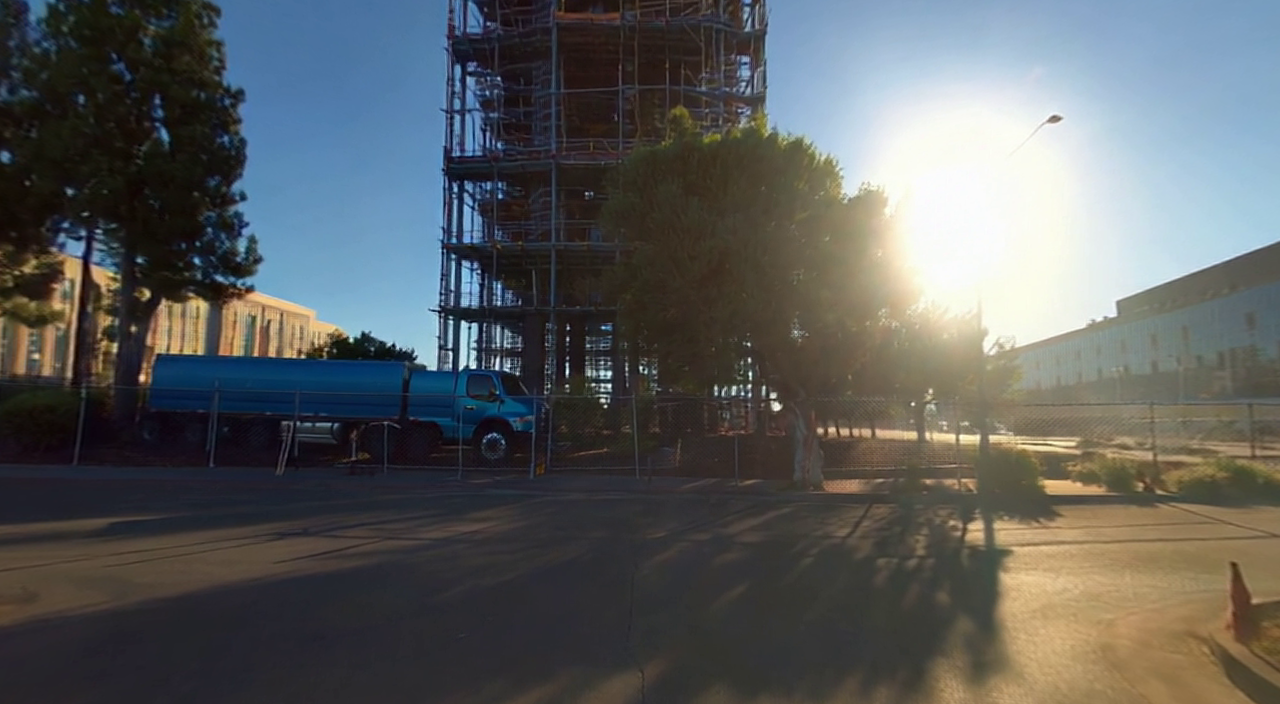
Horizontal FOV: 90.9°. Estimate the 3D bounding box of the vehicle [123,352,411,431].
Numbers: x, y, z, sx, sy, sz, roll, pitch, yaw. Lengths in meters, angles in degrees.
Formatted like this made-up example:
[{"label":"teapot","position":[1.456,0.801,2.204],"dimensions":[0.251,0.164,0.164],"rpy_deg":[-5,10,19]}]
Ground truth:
[{"label":"vehicle","position":[-21.205,2.497,37.041],"dimensions":[14.067,4.099,2.832],"rpy_deg":[2,-8,-13]}]
